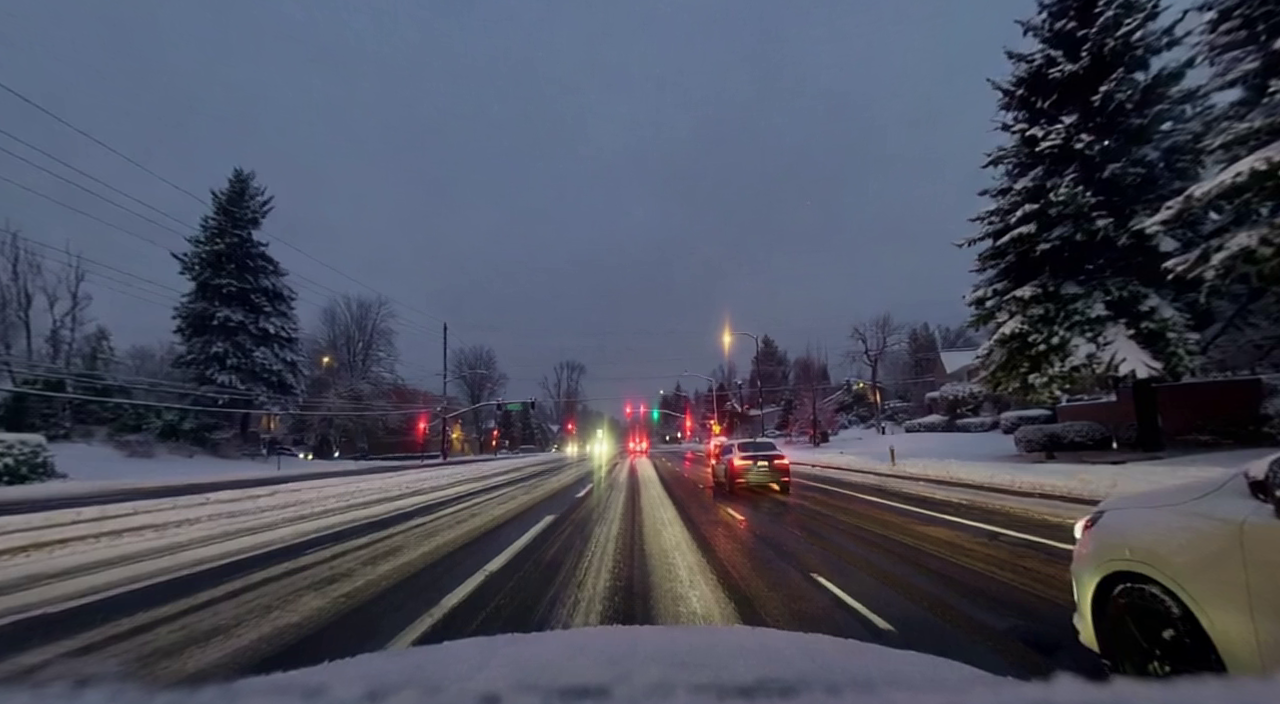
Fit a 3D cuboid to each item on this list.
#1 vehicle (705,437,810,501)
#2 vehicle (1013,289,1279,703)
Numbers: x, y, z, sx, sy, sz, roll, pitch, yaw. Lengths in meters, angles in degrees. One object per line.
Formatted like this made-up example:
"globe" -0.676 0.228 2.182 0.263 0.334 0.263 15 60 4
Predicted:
"vehicle" 2.907 2.994 16.536 1.889 1.451 4.180 0 -9 -1
"vehicle" 3.049 0.541 0.960 2.129 1.761 4.610 0 -9 1
